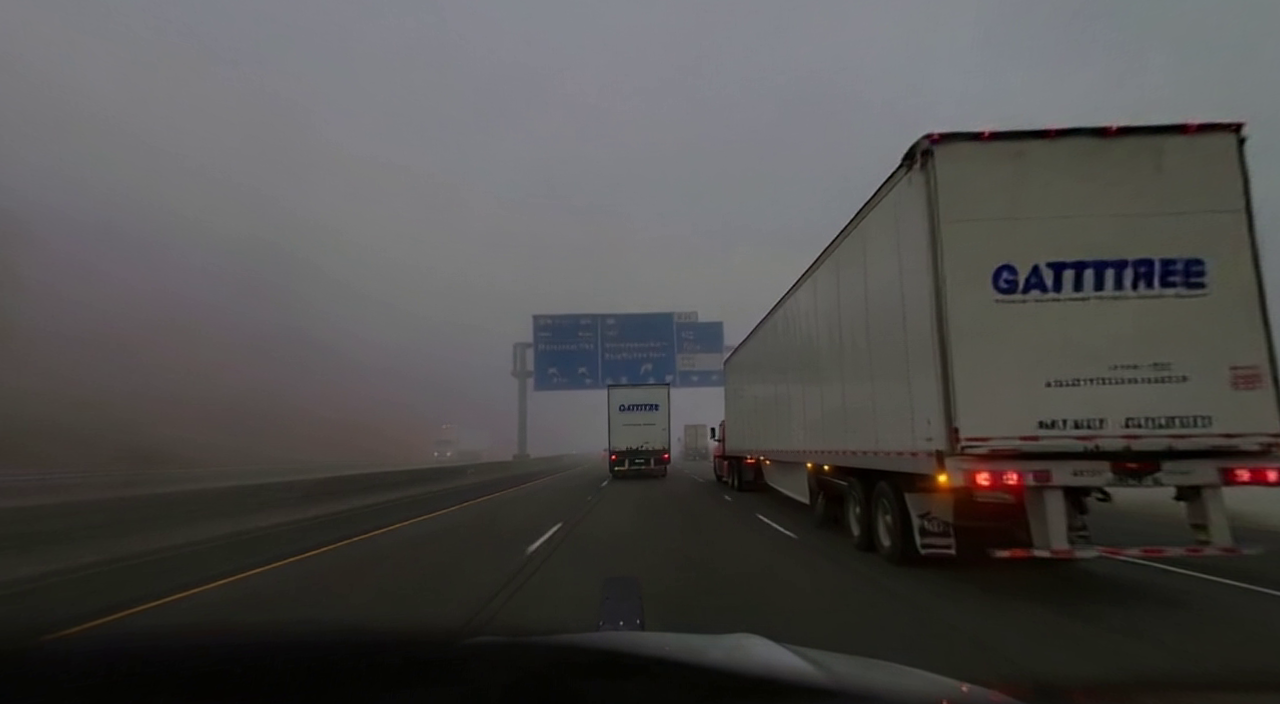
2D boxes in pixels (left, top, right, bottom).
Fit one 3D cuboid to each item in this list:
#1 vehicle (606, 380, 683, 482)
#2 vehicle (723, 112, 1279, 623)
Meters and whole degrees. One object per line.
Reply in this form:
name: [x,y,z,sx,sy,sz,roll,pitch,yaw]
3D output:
vehicle: [0.187,3.706,28.602,2.864,3.805,9.709,0,-9,0]
vehicle: [4.189,1.096,12.231,3.044,4.128,14.482,0,-9,-1]
